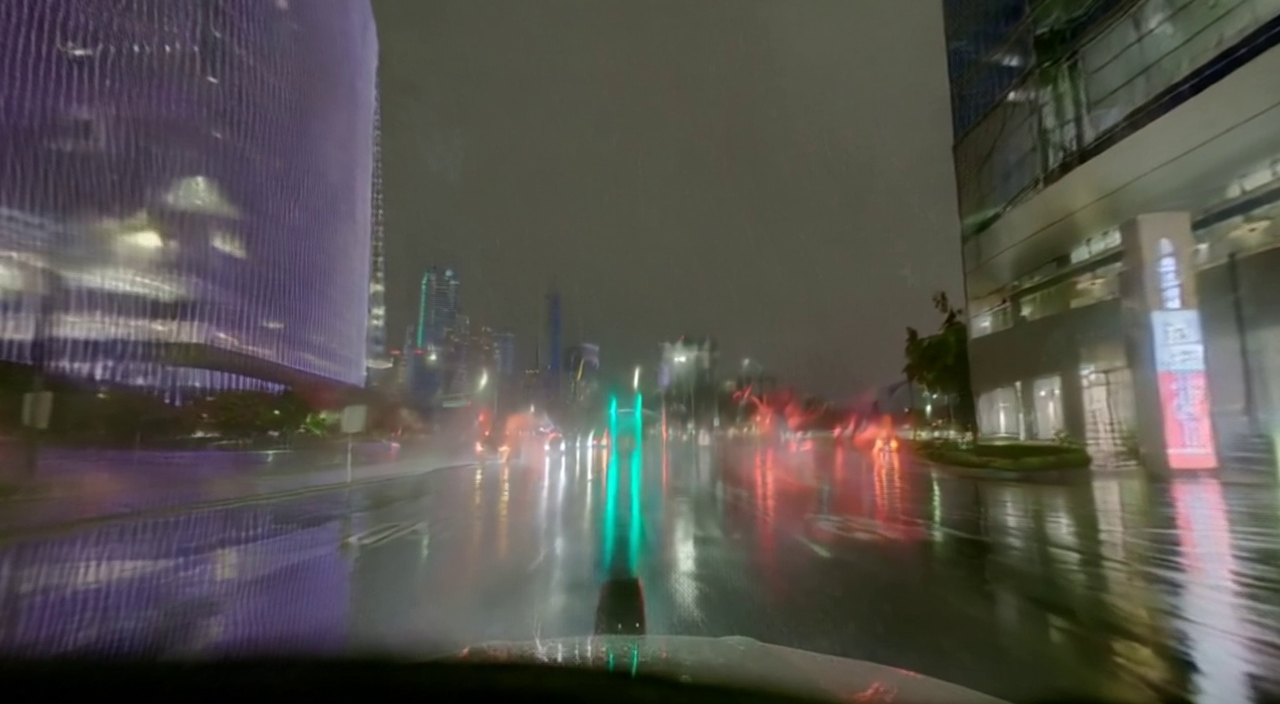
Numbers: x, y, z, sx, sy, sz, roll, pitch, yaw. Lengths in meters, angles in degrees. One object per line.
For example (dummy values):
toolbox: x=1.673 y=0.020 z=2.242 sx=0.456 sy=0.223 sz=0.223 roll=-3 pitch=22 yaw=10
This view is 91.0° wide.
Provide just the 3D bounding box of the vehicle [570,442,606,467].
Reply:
vehicle: x=-3.780 y=7.559 z=46.560 sx=2.181 sy=1.706 sz=4.334 roll=0 pitch=-9 yaw=1

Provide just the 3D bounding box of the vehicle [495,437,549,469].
vehicle: x=-7.163 y=6.217 z=38.824 sx=2.204 sy=1.844 sz=4.766 roll=0 pitch=-9 yaw=2
